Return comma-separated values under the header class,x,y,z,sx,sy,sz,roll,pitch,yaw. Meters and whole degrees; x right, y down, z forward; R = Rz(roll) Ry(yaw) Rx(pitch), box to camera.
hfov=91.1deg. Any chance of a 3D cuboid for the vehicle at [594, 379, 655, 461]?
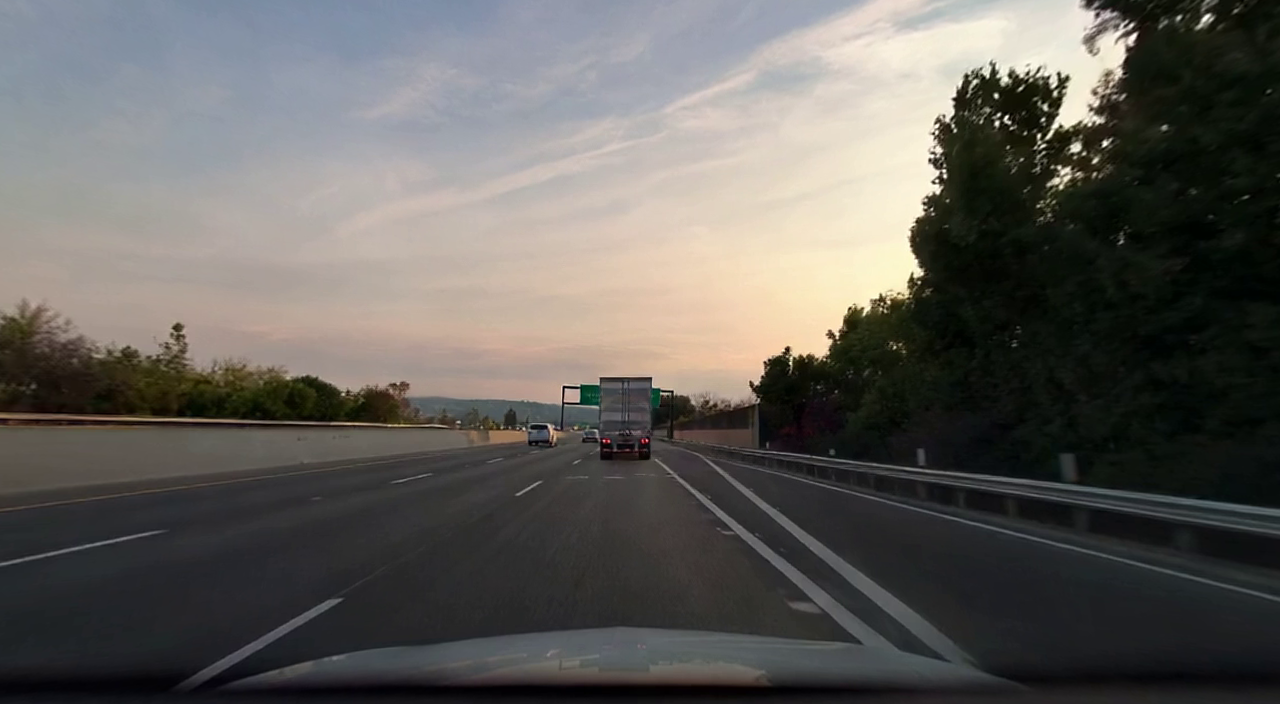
class,x,y,z,sx,sy,sz,roll,pitch,yaw
vehicle,-0.964,4.147,37.040,3.002,3.987,12.477,0,-8,-2
